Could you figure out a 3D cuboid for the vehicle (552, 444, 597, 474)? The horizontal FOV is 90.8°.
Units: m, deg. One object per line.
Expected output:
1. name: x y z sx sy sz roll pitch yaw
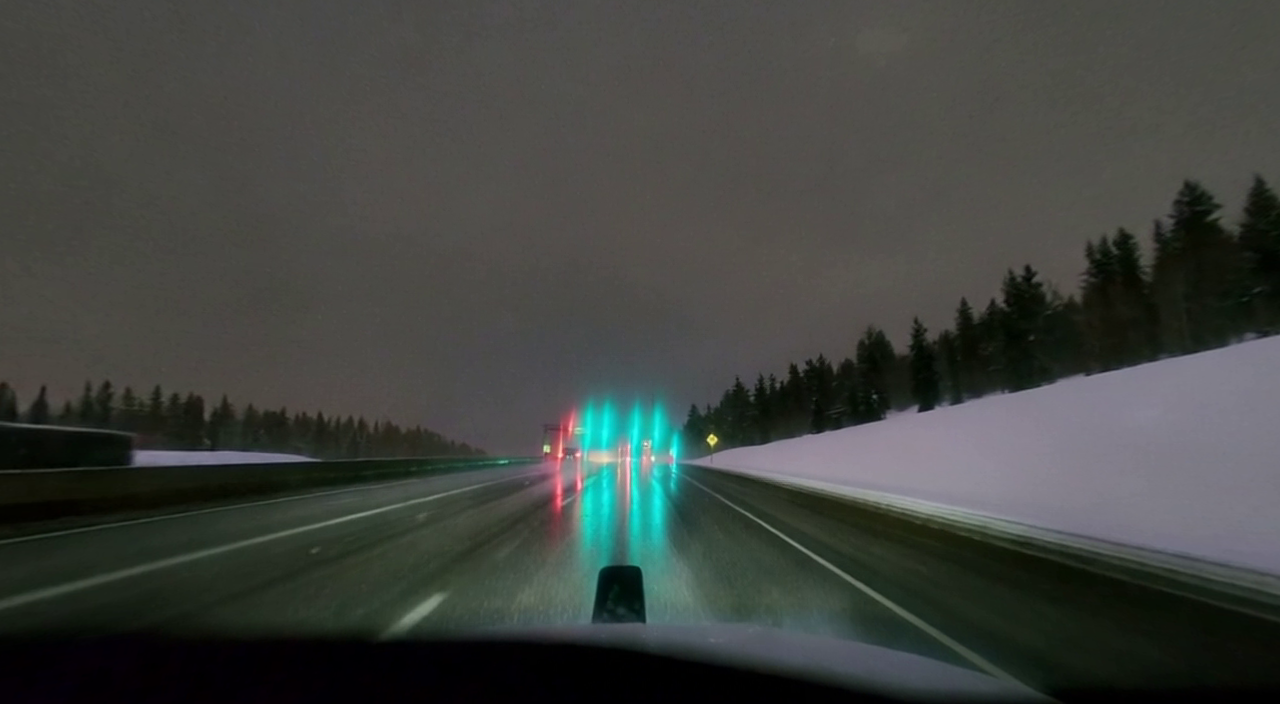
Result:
1. vehicle: -4.188 6.938 41.150 2.272 1.759 5.058 0 -9 1
